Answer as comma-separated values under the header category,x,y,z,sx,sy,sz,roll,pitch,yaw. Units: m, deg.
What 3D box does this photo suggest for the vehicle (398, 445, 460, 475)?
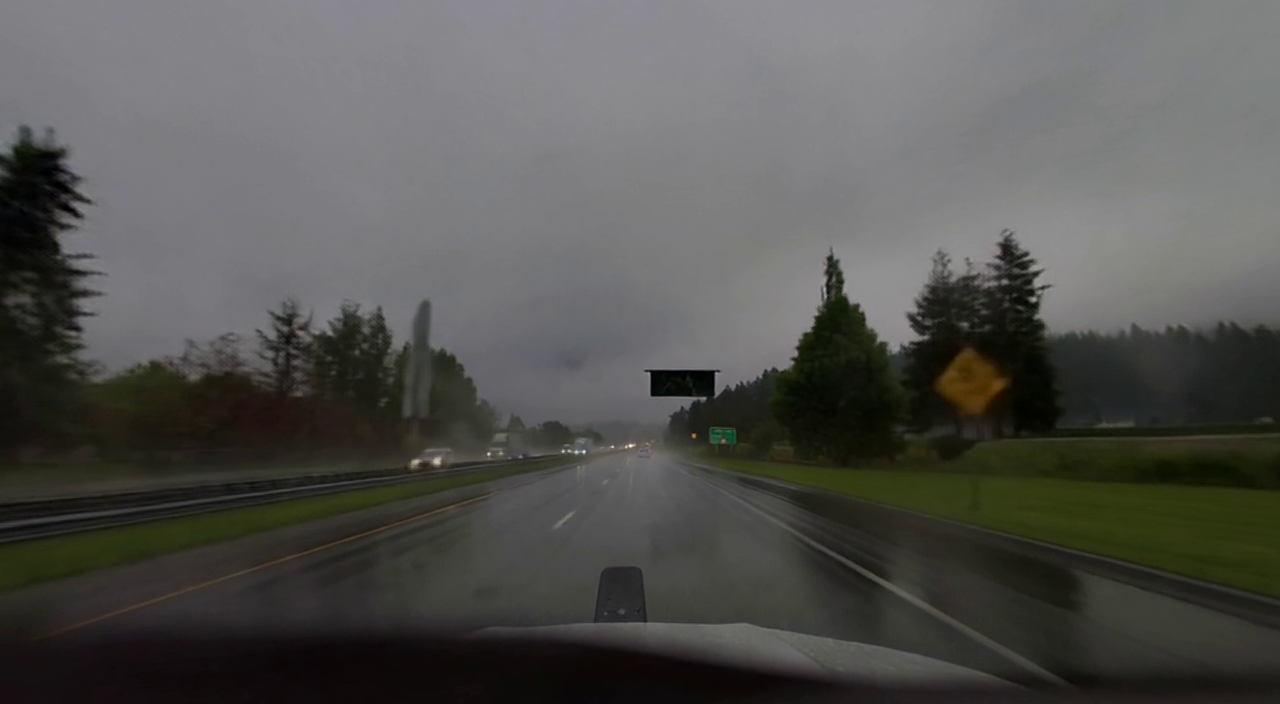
category,x,y,z,sx,sy,sz,roll,pitch,yaw
vehicle,-11.721,6.009,35.297,1.875,1.503,4.582,0,-9,0
